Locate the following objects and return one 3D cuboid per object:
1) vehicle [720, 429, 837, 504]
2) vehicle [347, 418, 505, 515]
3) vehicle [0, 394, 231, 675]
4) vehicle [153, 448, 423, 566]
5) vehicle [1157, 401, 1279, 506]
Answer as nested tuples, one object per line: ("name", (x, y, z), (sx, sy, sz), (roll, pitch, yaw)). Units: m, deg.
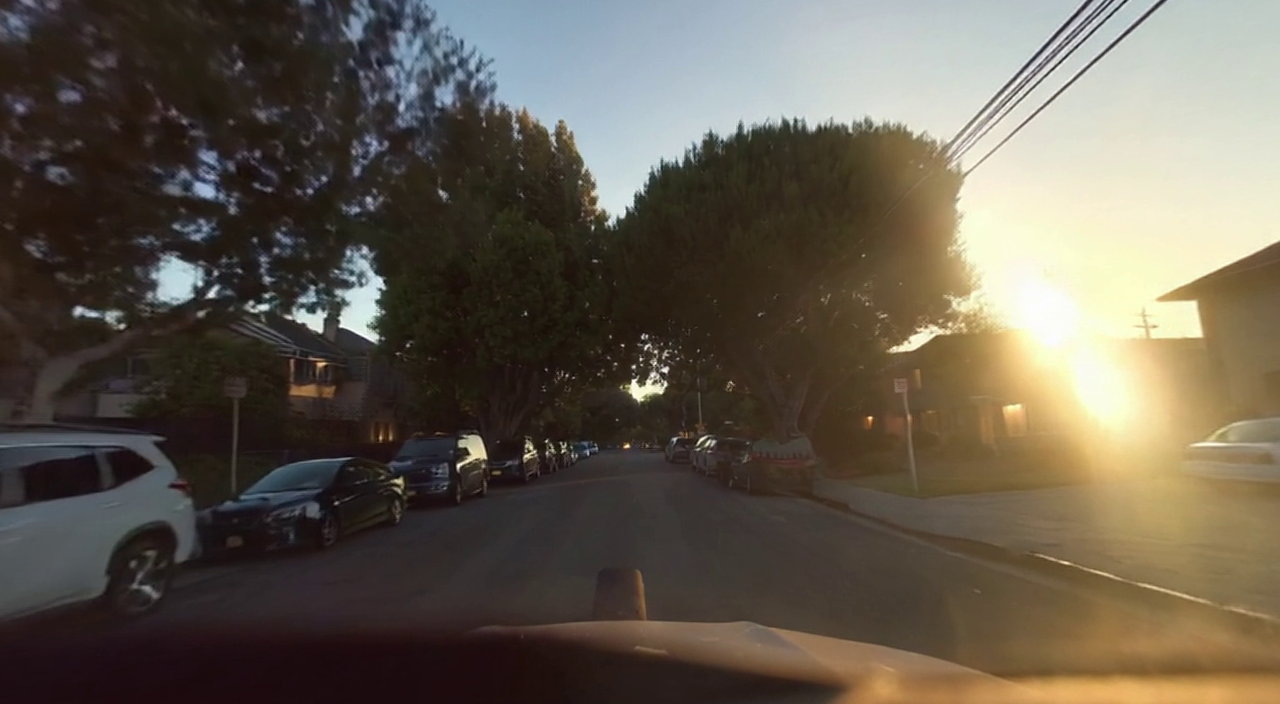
("vehicle", (3.491, 2.984, 16.951), (1.994, 1.710, 4.699), (0, -8, -1))
("vehicle", (-5.335, 2.932, 16.758), (2.390, 2.123, 5.371), (0, -8, -1))
("vehicle", (-5.279, 1.218, 4.232), (2.042, 1.850, 4.758), (0, -8, -3))
("vehicle", (-5.286, 2.328, 10.395), (1.858, 1.456, 4.587), (0, -8, -1))
("vehicle", (11.376, 1.629, 10.255), (4.336, 1.520, 1.876), (0, -8, -2))
